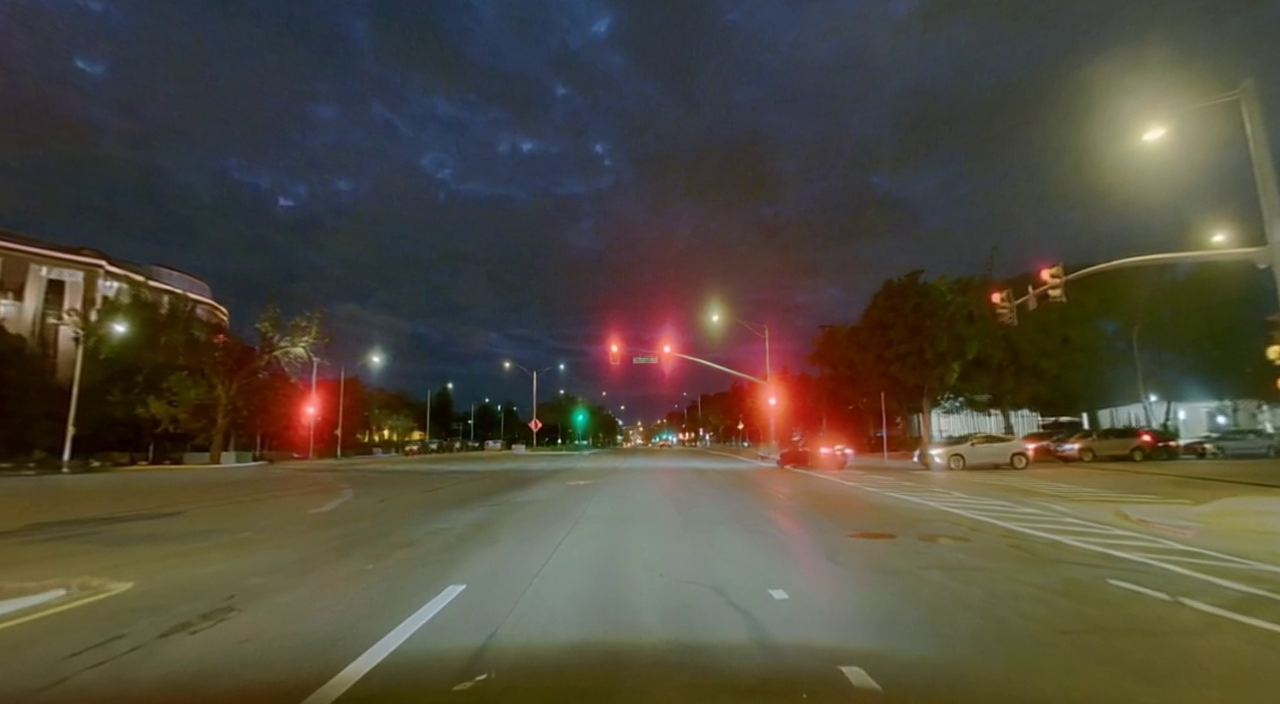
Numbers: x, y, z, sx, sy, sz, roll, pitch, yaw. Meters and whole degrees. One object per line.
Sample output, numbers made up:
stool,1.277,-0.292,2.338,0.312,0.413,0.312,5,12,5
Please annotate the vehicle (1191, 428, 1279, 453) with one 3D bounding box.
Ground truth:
vehicle,42.250,6.254,44.521,2.037,1.614,5.175,0,-9,0

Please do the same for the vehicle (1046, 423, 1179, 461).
vehicle,22.355,4.281,30.040,4.571,1.698,1.977,-1,-9,3

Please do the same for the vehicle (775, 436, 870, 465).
vehicle,8.574,4.673,29.977,4.046,1.306,1.719,-1,-9,5

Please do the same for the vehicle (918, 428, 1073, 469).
vehicle,13.706,3.743,24.559,4.916,1.504,1.846,0,-9,-1
